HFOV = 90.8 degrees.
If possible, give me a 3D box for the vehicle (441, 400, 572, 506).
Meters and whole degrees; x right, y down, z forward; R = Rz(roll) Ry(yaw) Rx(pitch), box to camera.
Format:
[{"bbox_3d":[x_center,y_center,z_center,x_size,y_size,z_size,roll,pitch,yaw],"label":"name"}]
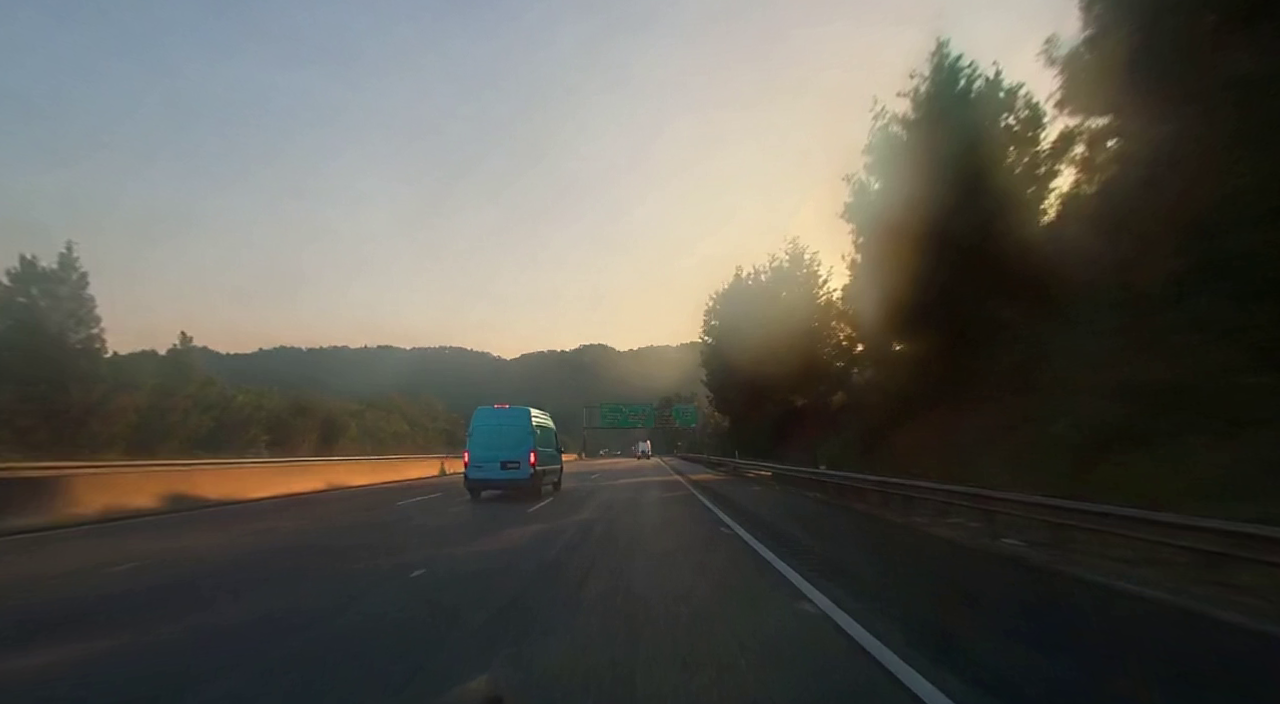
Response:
[{"bbox_3d":[-3.562,2.915,18.377,2.437,2.565,5.829,0,-9,1],"label":"vehicle"}]
